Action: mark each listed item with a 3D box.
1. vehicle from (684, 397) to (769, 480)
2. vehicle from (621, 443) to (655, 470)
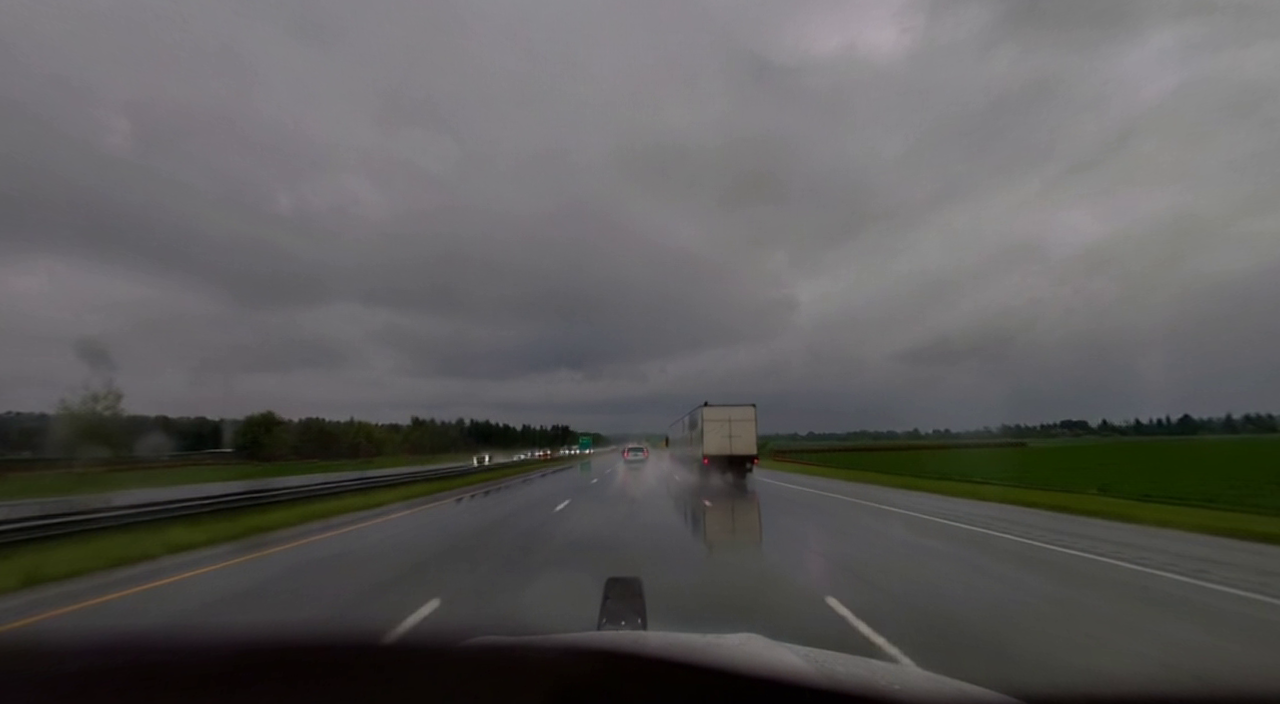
[{"bbox_3d":[4.040,4.391,31.598,2.931,3.530,8.760,0,-9,0],"label":"vehicle"},{"bbox_3d":[-0.120,6.962,41.972,2.151,1.678,3.923,0,-9,0],"label":"vehicle"}]
